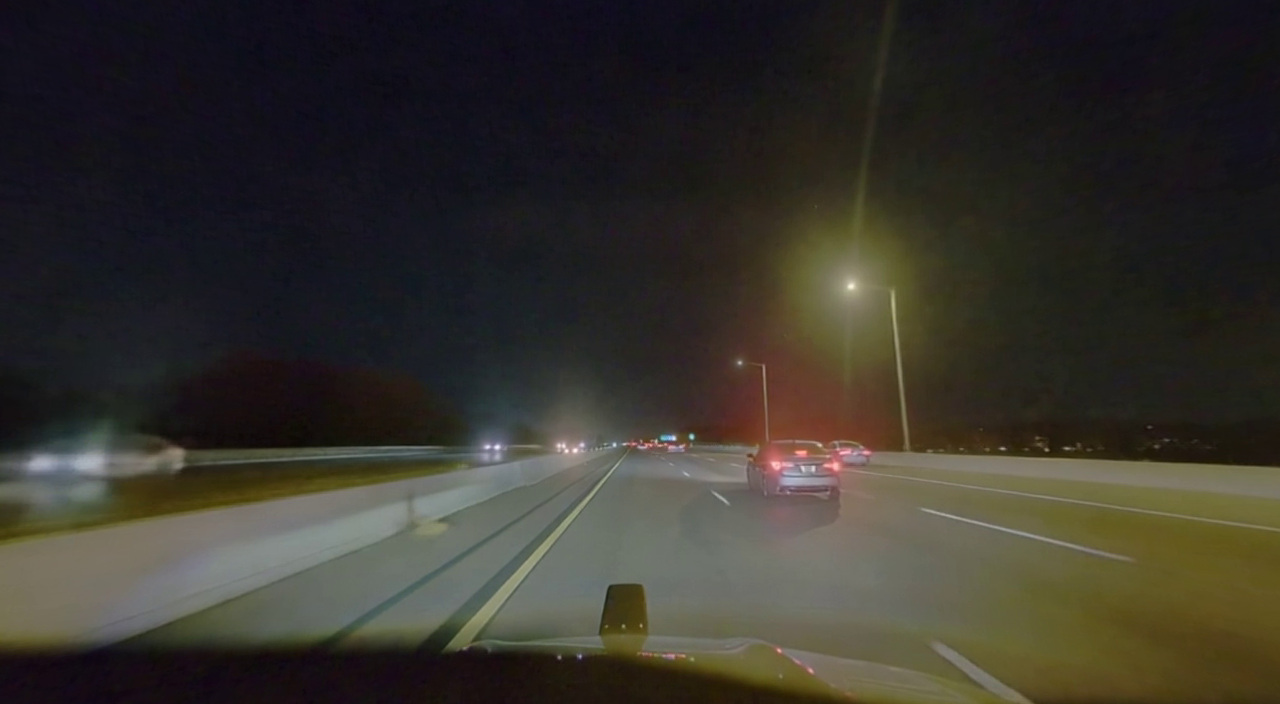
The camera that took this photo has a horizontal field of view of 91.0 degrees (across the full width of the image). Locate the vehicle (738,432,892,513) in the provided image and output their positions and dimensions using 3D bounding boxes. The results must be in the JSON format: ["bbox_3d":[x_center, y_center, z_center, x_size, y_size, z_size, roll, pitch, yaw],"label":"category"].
[{"bbox_3d":[3.587,2.560,13.943,2.091,1.482,4.522,0,-8,0],"label":"vehicle"}]
